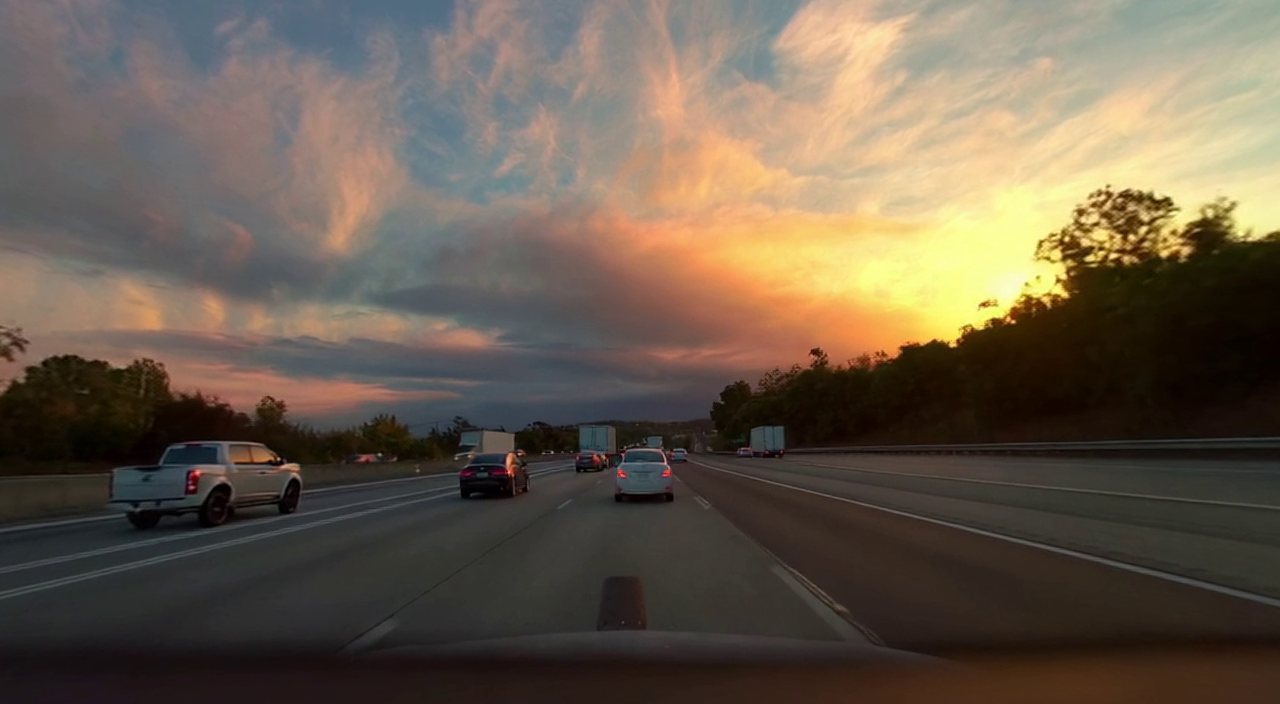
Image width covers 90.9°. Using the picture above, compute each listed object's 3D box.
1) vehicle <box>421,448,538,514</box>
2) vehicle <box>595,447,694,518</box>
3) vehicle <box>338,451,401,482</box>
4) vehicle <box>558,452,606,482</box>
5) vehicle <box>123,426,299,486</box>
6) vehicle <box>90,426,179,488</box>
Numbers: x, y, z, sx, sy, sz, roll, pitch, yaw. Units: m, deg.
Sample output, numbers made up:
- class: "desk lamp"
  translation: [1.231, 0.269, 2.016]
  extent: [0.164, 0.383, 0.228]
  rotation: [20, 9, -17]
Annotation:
- class: "vehicle"
  translation: [-4.115, 3.363, 16.965]
  extent: [1.929, 1.509, 4.331]
  rotation: [0, -9, 1]
- class: "vehicle"
  translation: [0.085, 3.010, 15.024]
  extent: [2.057, 1.449, 3.931]
  rotation: [0, -9, 0]
- class: "vehicle"
  translation: [-15.706, 6.633, 36.778]
  extent: [1.860, 1.673, 3.921]
  rotation: [0, -9, 1]
- class: "vehicle"
  translation: [-3.082, 5.915, 32.669]
  extent: [1.952, 1.402, 4.184]
  rotation: [2, -9, -12]
- class: "vehicle"
  translation: [-31.806, 7.906, 48.187]
  extent: [2.820, 3.863, 14.416]
  rotation: [-1, -9, 2]
- class: "vehicle"
  translation: [-32.079, 6.675, 40.114]
  extent: [2.830, 3.760, 2.909]
  rotation: [0, -9, 2]
